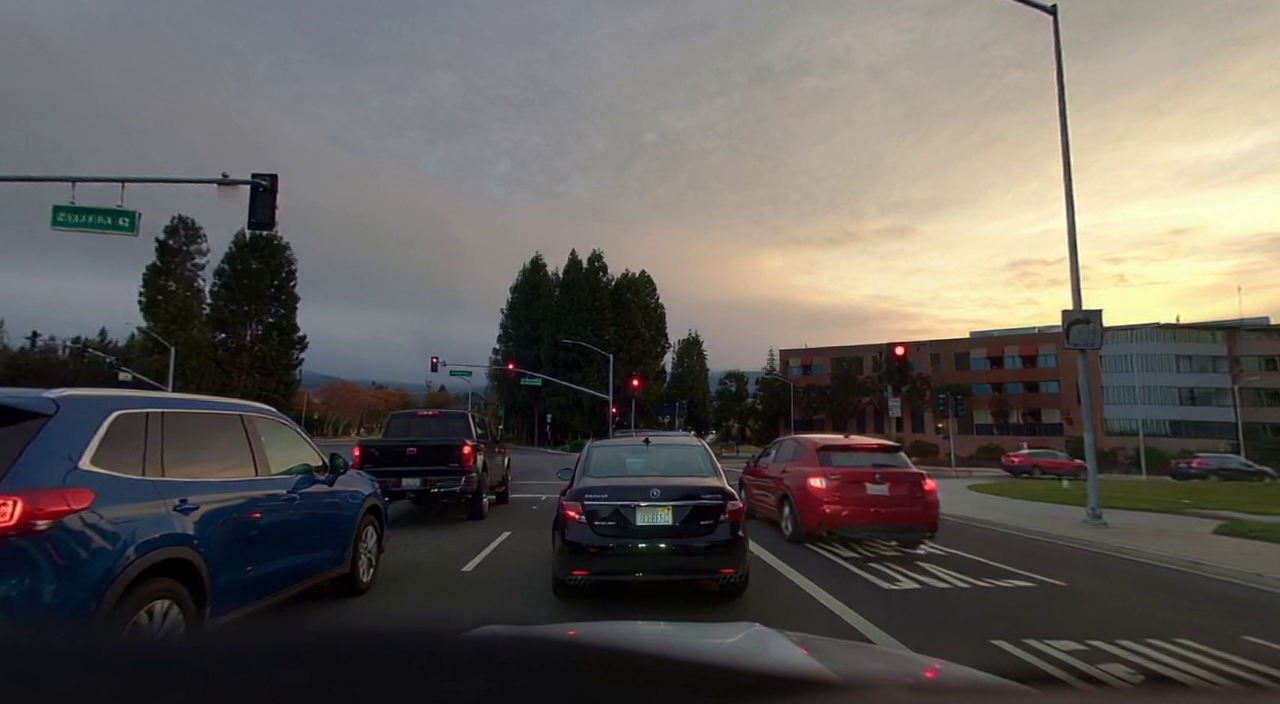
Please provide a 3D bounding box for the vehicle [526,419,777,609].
[{"bbox_3d":[-0.059,1.612,7.316,2.001,1.483,4.442,0,-8,-4],"label":"vehicle"}]

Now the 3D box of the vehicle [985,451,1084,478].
[{"bbox_3d":[24.185,6.892,38.844,4.737,1.572,2.026,0,-8,-2],"label":"vehicle"}]

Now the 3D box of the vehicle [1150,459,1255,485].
[{"bbox_3d":[34.650,7.380,38.995,4.609,1.513,1.861,0,-8,1],"label":"vehicle"}]

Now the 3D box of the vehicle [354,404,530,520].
[{"bbox_3d":[-3.881,2.299,13.714,2.305,1.984,5.586,0,-8,-3],"label":"vehicle"}]

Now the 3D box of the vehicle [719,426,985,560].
[{"bbox_3d":[2.767,1.977,9.736,2.100,1.524,4.746,1,-8,-5],"label":"vehicle"}]

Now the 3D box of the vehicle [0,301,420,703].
[{"bbox_3d":[-3.145,1.006,4.158,1.924,1.737,4.387,0,-8,-2],"label":"vehicle"}]
